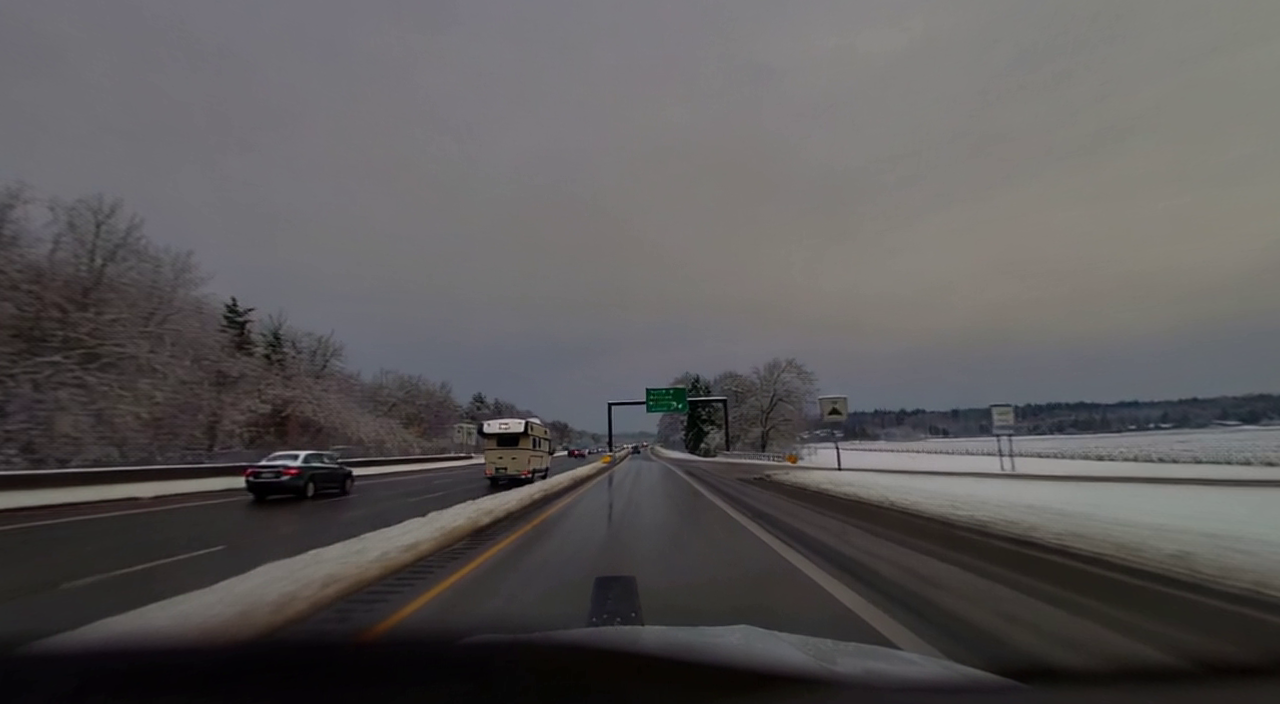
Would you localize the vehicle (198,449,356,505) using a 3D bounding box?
[{"bbox_3d":[-10.606,3.647,18.936,1.922,1.448,4.638,0,-9,1],"label":"vehicle"}]

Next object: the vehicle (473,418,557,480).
[{"bbox_3d":[-6.434,5.187,33.777,2.747,2.934,7.411,0,-9,2],"label":"vehicle"}]
